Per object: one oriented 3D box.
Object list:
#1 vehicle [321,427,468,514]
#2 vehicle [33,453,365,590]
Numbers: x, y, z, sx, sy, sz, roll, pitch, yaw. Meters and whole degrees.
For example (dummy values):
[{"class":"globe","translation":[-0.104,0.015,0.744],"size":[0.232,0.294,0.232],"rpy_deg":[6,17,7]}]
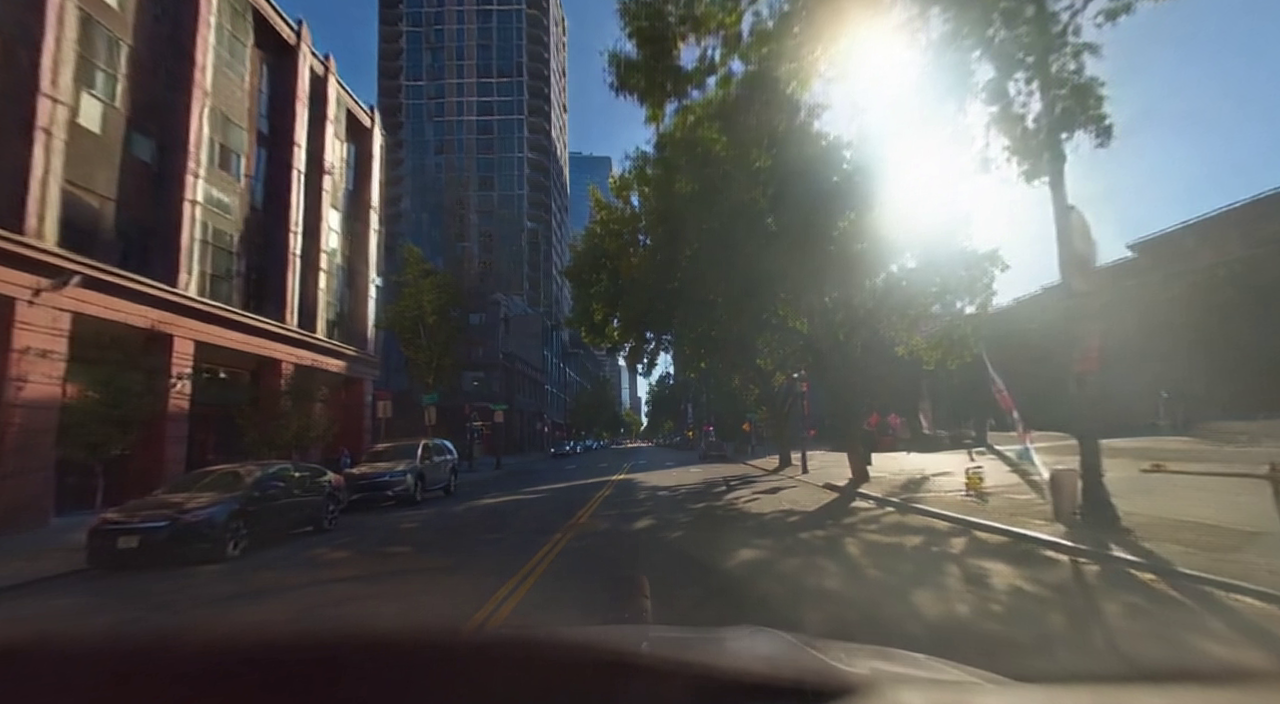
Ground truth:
[{"class":"vehicle","translation":[-6.514,3.181,17.428],"size":[2.273,1.871,4.920],"rpy_deg":[-4,-9,-2]},{"class":"vehicle","translation":[-6.757,2.578,10.619],"size":[2.270,1.539,4.855],"rpy_deg":[-4,-9,-2]}]
